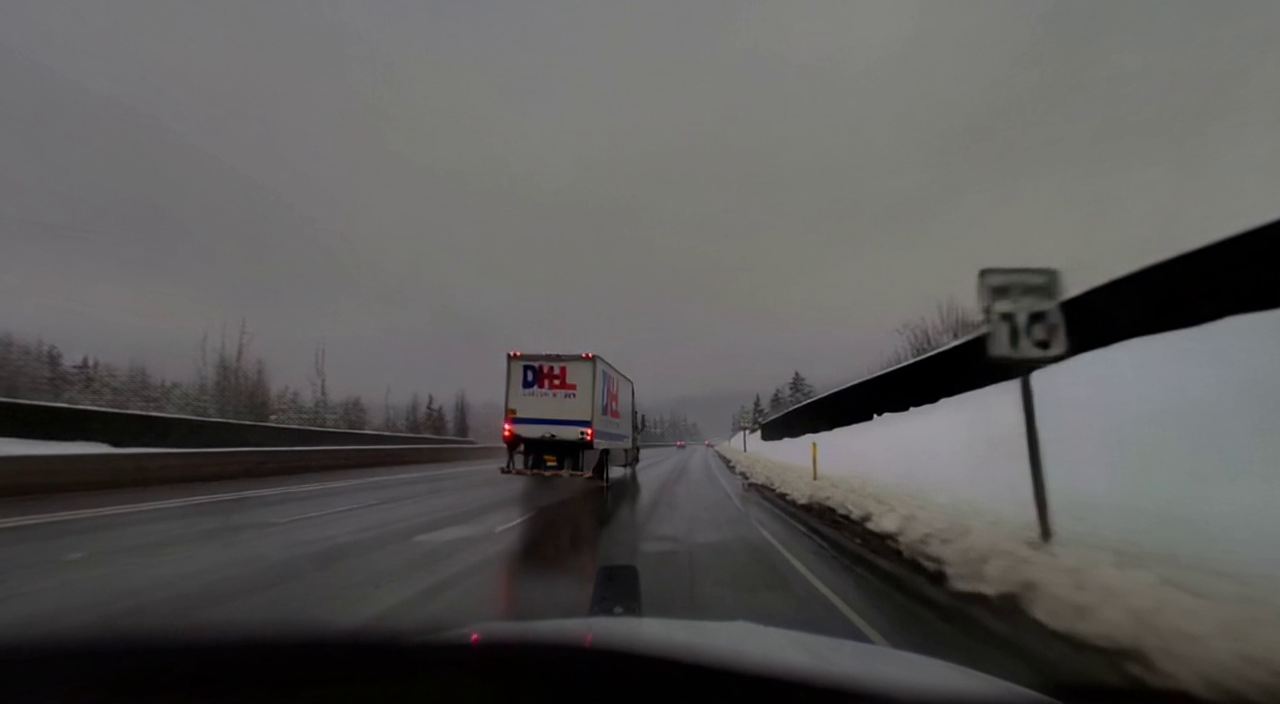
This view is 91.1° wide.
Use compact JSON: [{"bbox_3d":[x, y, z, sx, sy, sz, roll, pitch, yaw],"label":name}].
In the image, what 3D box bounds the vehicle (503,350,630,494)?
[{"bbox_3d":[-2.222,2.577,22.772,2.796,4.184,8.554,0,-8,5],"label":"vehicle"}]
